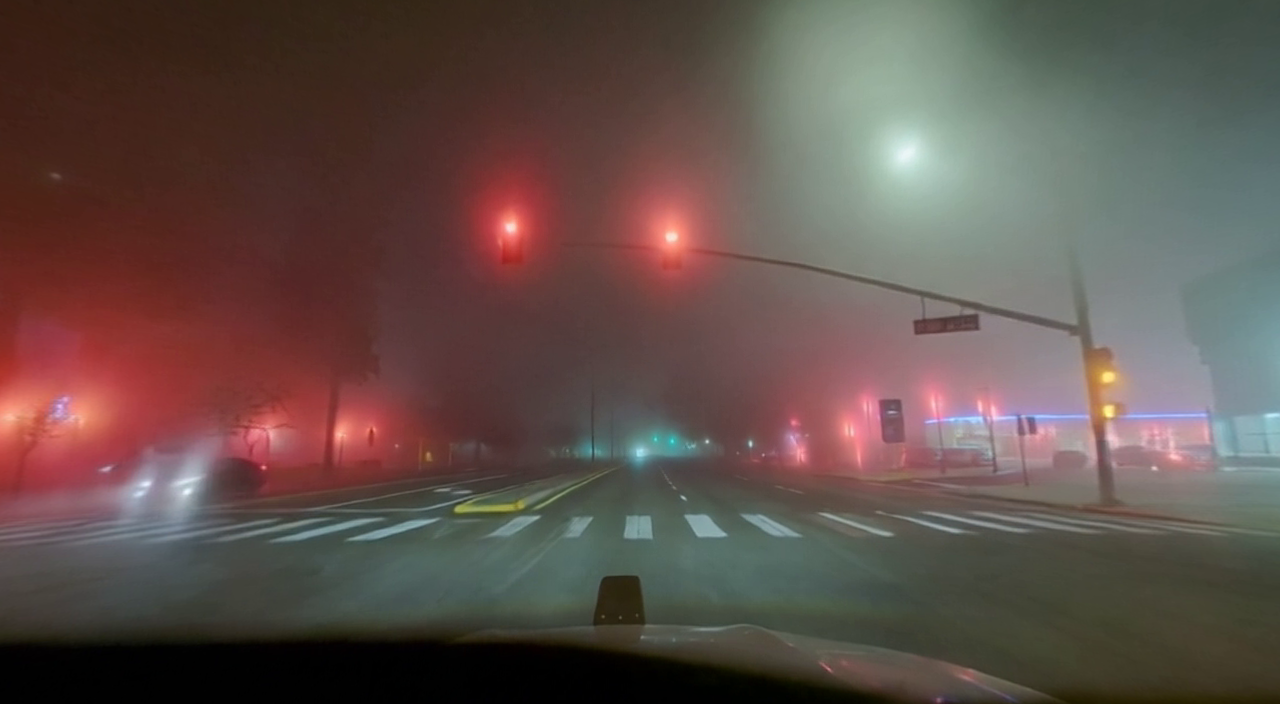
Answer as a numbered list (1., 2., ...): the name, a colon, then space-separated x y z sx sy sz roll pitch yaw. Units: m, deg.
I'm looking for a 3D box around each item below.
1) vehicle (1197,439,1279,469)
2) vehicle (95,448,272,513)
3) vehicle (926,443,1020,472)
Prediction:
1. vehicle: 33.441 5.486 34.185 4.608 1.558 2.032 0 -9 0
2. vehicle: -12.934 3.612 18.332 1.892 1.639 4.311 0 -9 0
3. vehicle: 19.814 6.264 37.719 4.468 1.635 2.017 0 -9 -3
